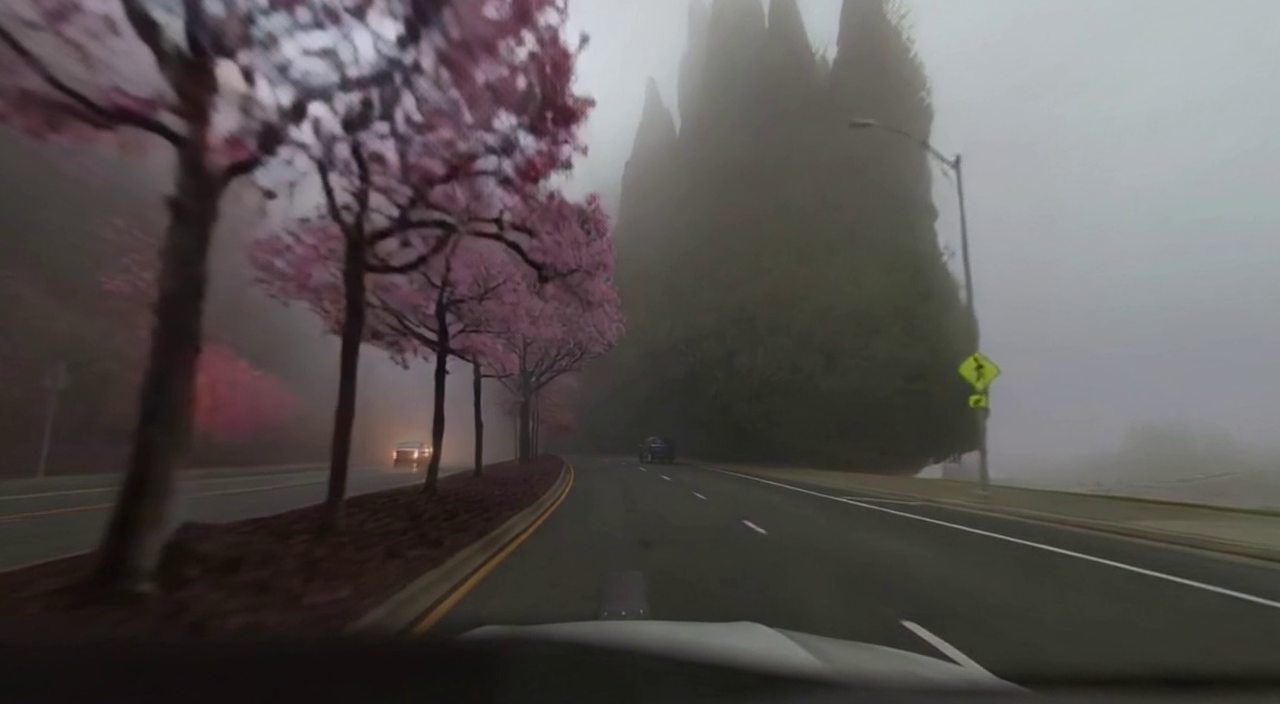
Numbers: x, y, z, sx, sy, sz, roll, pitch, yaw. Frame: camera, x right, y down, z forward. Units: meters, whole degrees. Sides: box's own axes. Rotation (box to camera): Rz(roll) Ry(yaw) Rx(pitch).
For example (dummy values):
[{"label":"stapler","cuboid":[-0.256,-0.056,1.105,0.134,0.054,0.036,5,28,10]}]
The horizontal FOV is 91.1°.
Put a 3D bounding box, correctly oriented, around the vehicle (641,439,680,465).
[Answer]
[{"label":"vehicle","cuboid":[1.489,7.522,47.489,2.166,1.828,4.607,1,-9,-9]}]
